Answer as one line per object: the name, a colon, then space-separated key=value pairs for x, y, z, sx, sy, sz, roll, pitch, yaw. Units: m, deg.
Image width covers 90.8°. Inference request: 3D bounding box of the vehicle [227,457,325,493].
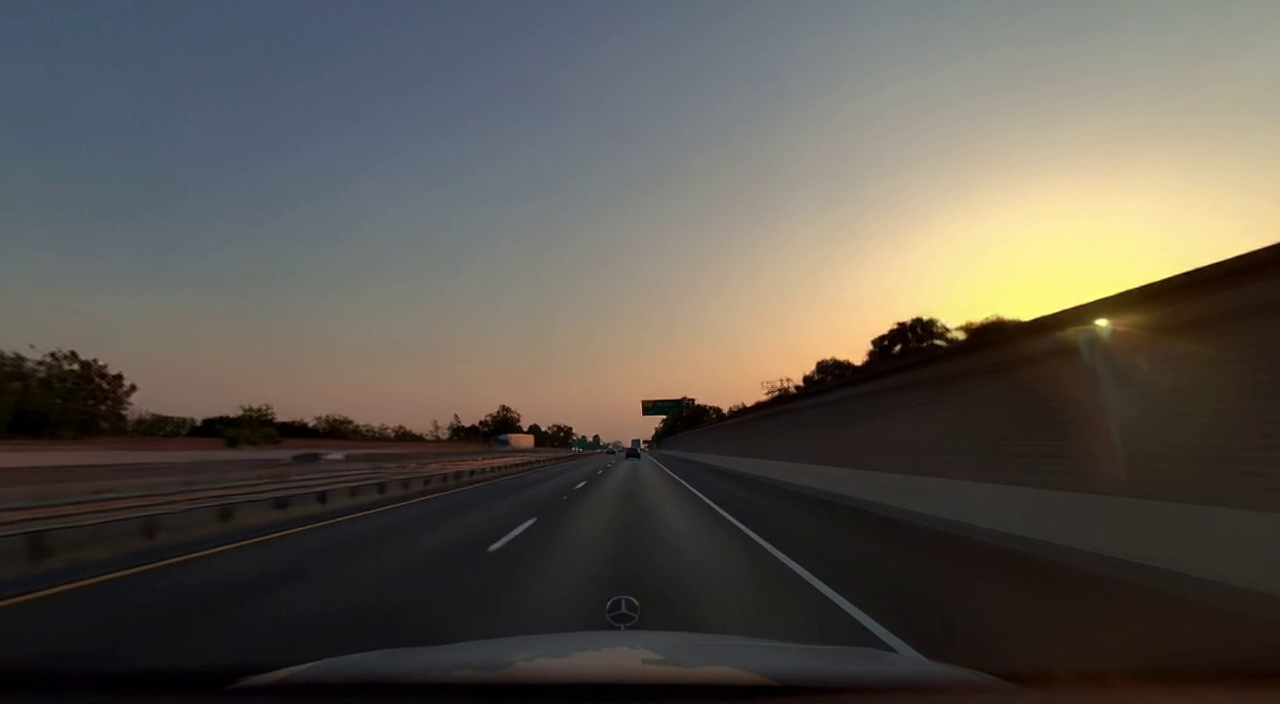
vehicle: x=-16.490 y=5.566 z=28.875 sx=1.870 sy=1.460 sz=4.357 roll=0 pitch=-9 yaw=0
